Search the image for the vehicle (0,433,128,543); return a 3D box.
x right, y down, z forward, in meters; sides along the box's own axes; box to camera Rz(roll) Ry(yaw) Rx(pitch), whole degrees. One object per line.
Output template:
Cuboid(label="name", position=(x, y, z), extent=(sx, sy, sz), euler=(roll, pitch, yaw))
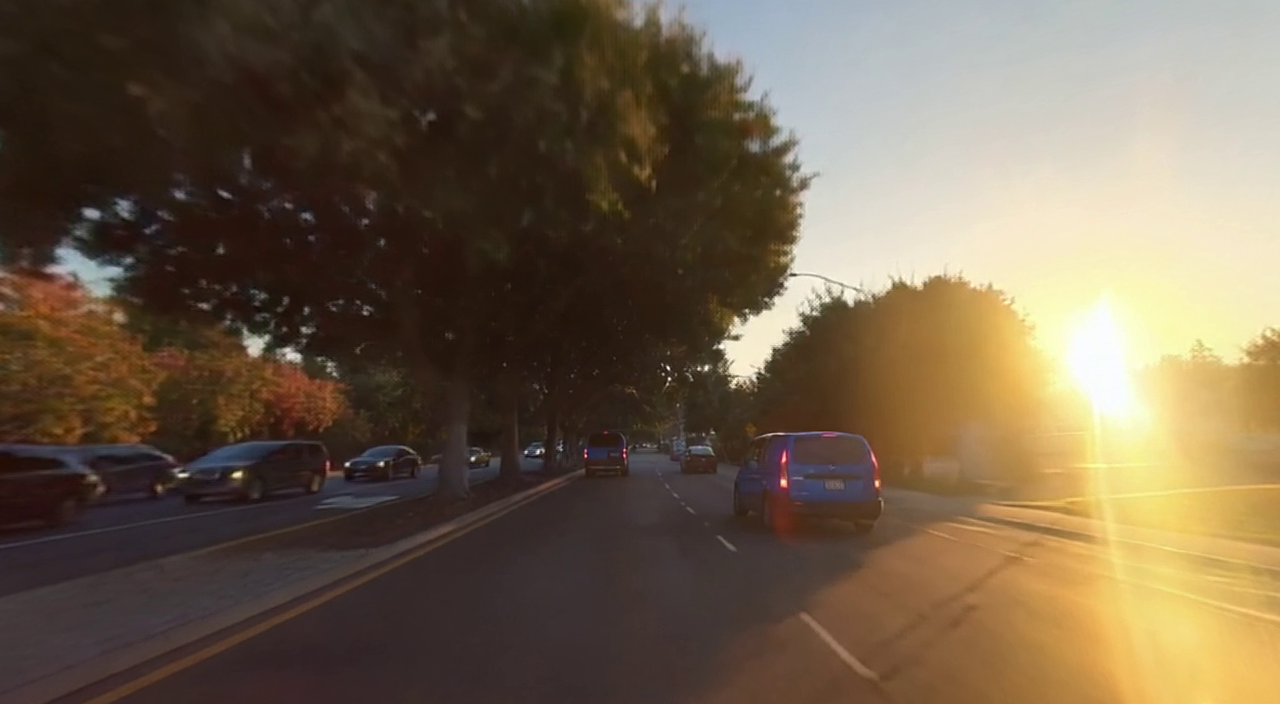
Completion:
Cuboid(label="vehicle", position=(-10.944, 2.164, 10.147), extent=(1.988, 1.689, 4.047), euler=(0, -9, 0))

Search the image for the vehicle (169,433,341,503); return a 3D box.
Cuboid(label="vehicle", position=(-11.183, 3.406, 18.929), extent=(2.091, 1.806, 4.859), euler=(0, -9, 0))

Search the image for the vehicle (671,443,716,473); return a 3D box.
Cuboid(label="vehicle", position=(3.172, 6.360, 38.063), extent=(2.248, 1.692, 4.252), euler=(0, -9, -1))

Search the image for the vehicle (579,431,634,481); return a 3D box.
Cuboid(label="vehicle", position=(-1.421, 4.671, 28.501), extent=(2.228, 2.054, 4.309), euler=(0, -9, 0))

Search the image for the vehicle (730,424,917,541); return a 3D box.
Cuboid(label="vehicle", position=(2.943, 2.201, 11.214), extent=(1.965, 1.671, 4.146), euler=(0, -9, -1))

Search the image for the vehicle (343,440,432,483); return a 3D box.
Cuboid(label="vehicle", position=(-11.360, 4.947, 28.816), extent=(2.192, 1.754, 4.569), euler=(0, -9, -1))

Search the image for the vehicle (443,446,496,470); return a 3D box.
Cuboid(label="vehicle", position=(-11.304, 7.073, 42.227), extent=(2.116, 1.481, 4.572), euler=(0, -9, 2))
